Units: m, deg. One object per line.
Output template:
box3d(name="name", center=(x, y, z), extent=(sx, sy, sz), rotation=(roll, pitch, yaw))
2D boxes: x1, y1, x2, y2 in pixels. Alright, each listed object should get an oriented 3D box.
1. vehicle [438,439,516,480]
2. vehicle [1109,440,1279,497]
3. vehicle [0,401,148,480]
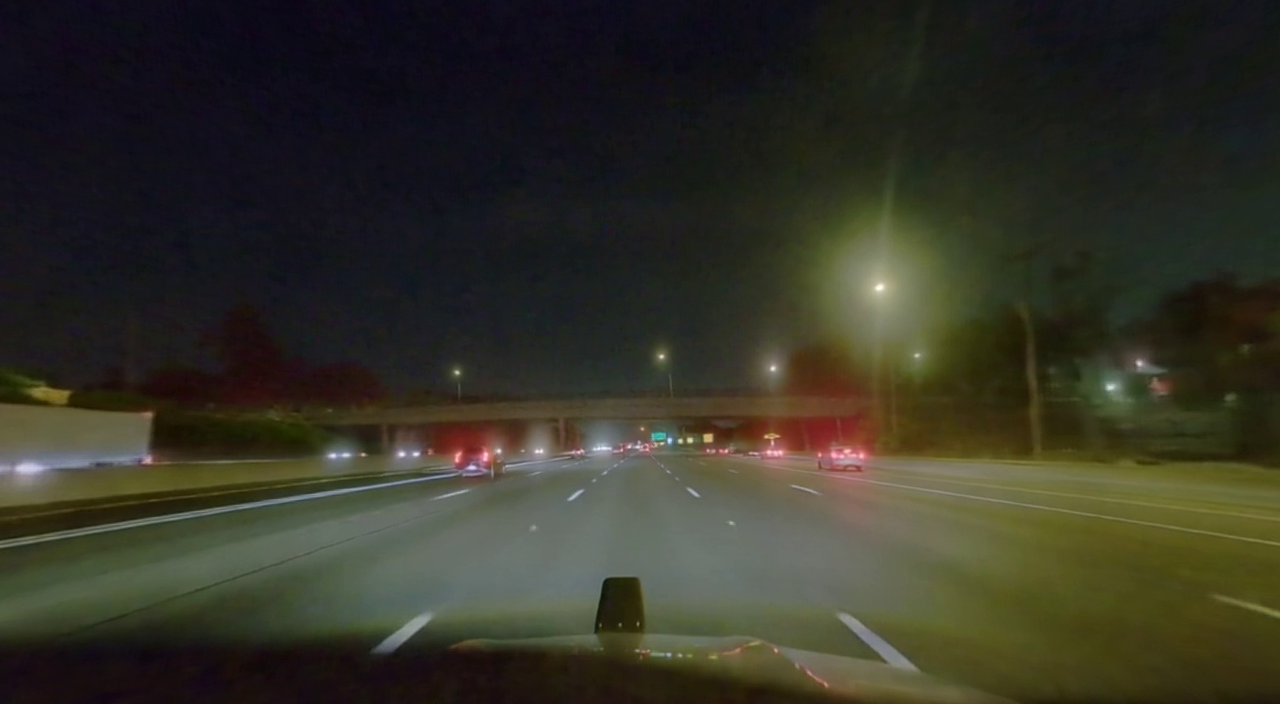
box3d(name="vehicle", center=(-6.422, 4.274, 25.339), extent=(1.985, 1.513, 4.172), rotation=(0, -8, 1))
box3d(name="vehicle", center=(17.934, 3.695, 20.396), extent=(2.012, 1.601, 4.565), rotation=(0, -8, 1))
box3d(name="vehicle", center=(-35.600, 4.953, 35.161), extent=(2.945, 4.146, 16.562), rotation=(0, -8, 0))
